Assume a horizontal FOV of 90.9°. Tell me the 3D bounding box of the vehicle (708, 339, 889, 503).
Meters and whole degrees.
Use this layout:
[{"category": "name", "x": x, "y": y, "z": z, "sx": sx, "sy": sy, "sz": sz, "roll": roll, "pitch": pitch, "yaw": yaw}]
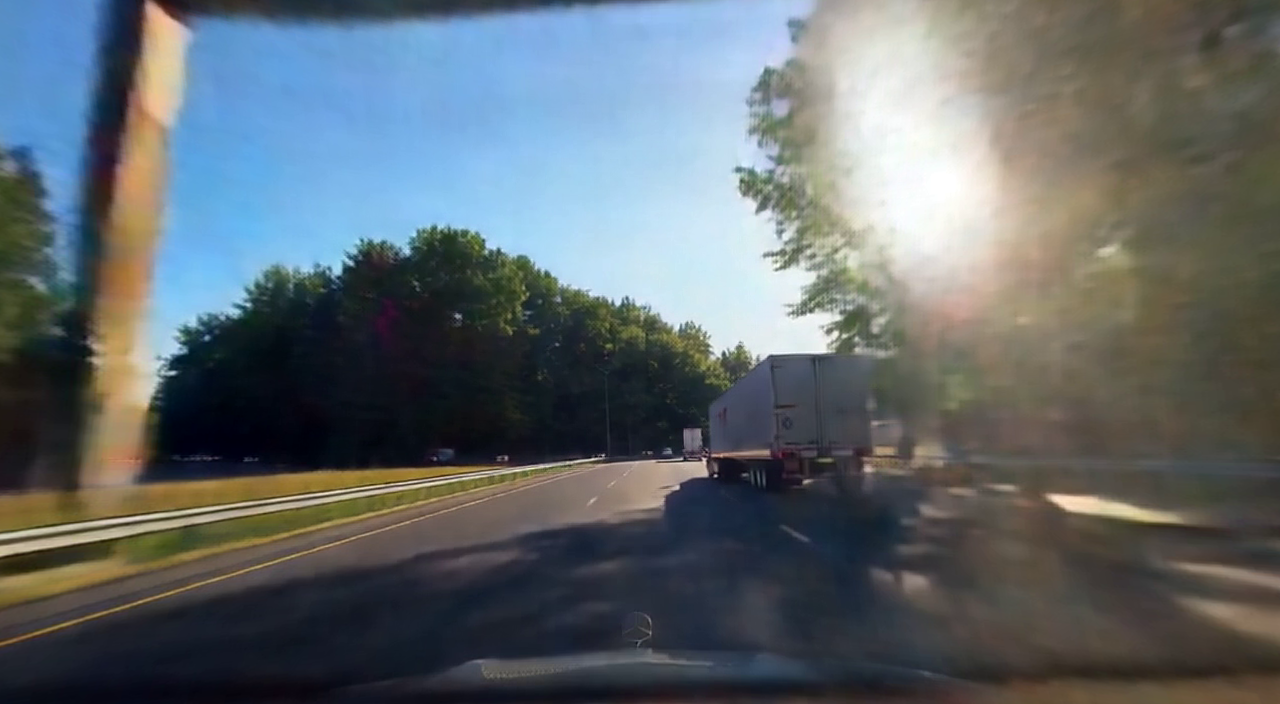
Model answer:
[{"category": "vehicle", "x": 4.576, "y": 2.715, "z": 22.320, "sx": 2.859, "sy": 3.984, "sz": 14.045, "roll": 0, "pitch": -9, "yaw": 0}]
